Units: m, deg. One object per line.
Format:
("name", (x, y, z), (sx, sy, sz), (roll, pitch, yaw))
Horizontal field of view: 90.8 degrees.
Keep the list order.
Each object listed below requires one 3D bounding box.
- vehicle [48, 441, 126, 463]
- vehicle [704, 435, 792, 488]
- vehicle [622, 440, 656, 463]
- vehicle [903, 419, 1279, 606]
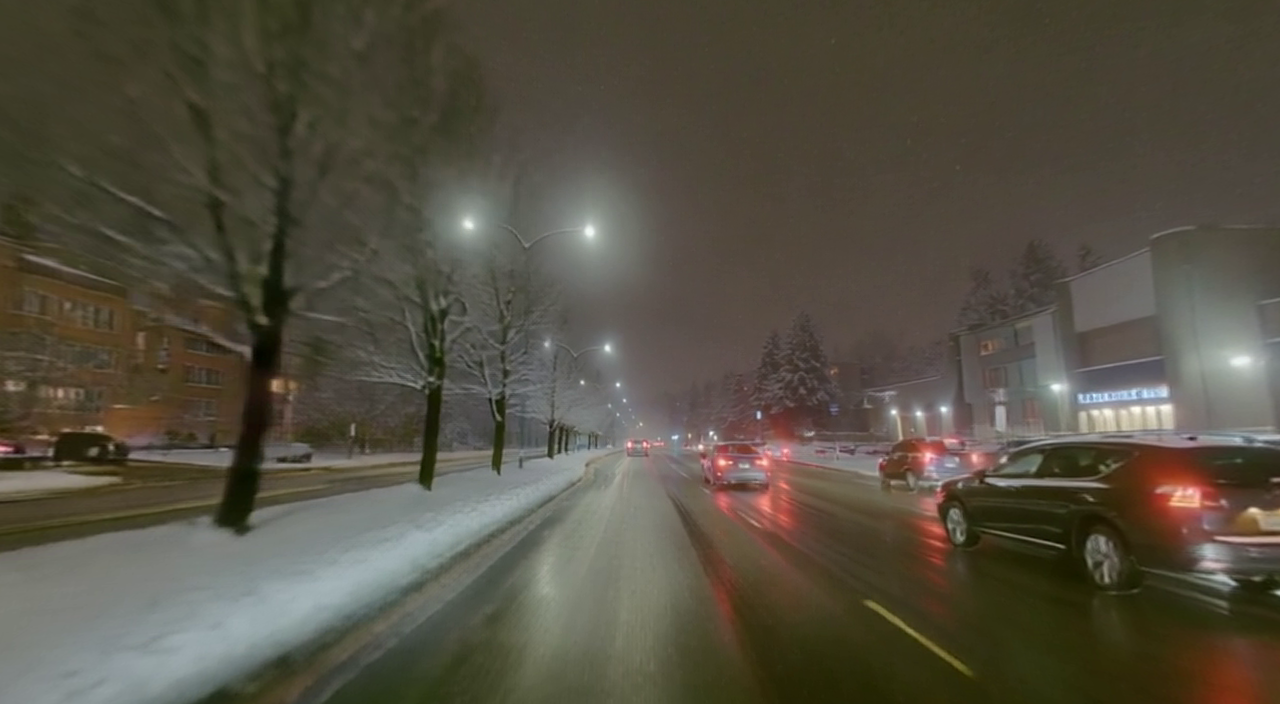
("vehicle", (-37.910, 6.885, 43.352), (3.747, 1.422, 1.643), (1, -9, -1))
("vehicle", (3.415, 3.562, 20.940), (1.953, 1.514, 4.672), (0, -8, -1))
("vehicle", (-0.115, 6.504, 41.439), (2.095, 1.456, 3.873), (0, -8, -1))
("vehicle", (5.392, 1.668, 7.633), (2.098, 1.507, 4.655), (1, -8, -5))
